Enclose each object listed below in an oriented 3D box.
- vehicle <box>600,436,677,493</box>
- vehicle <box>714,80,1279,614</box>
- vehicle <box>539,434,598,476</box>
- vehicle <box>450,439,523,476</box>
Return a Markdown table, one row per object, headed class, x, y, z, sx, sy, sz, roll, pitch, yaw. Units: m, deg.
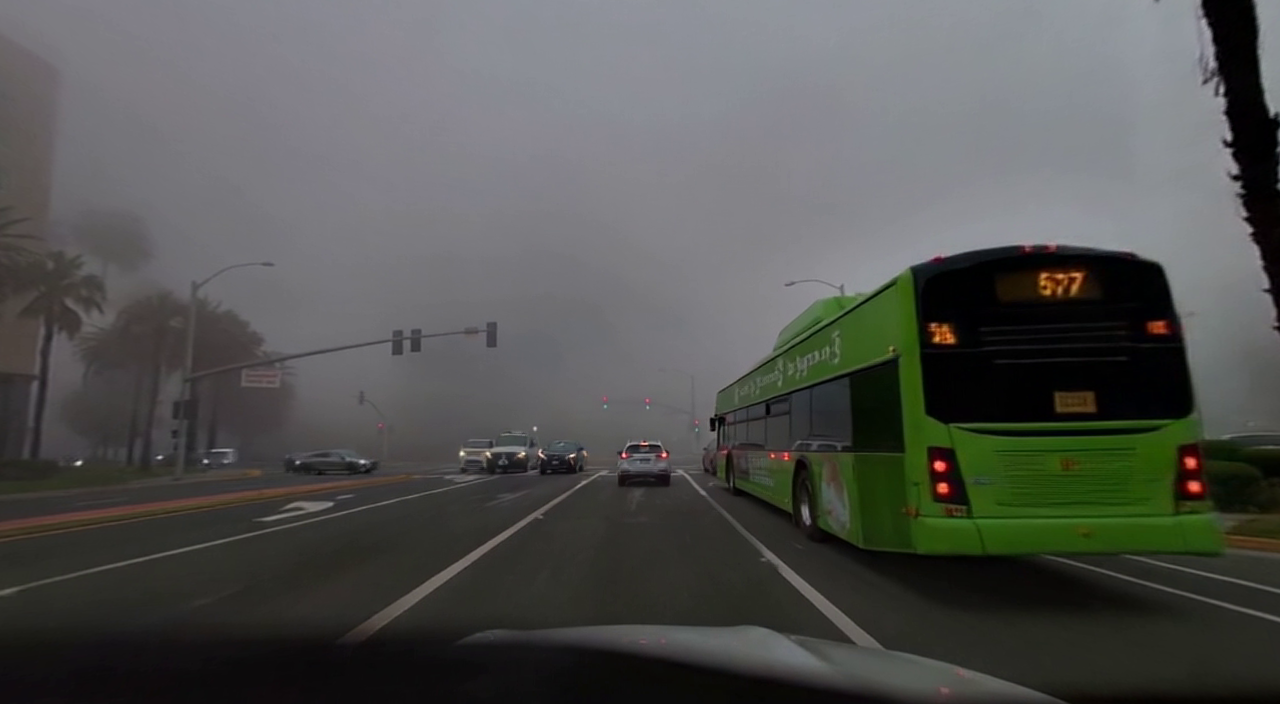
| class | x | y | z | sx | sy | sz | roll | pitch | yaw |
| --- | --- | --- | --- | --- | --- | --- | --- | --- | --- |
| vehicle | -0.018 | 3.283 | 18.740 | 2.060 | 1.499 | 3.831 | 0 | -9 | 1 |
| vehicle | 3.577 | 0.855 | 11.429 | 2.970 | 4.015 | 13.606 | 0 | -9 | 1 |
| vehicle | -3.142 | 4.626 | 28.634 | 2.020 | 1.721 | 4.366 | 0 | -9 | 2 |
| vehicle | -6.794 | 4.718 | 28.532 | 1.927 | 1.480 | 4.832 | 0 | -9 | 2 |
